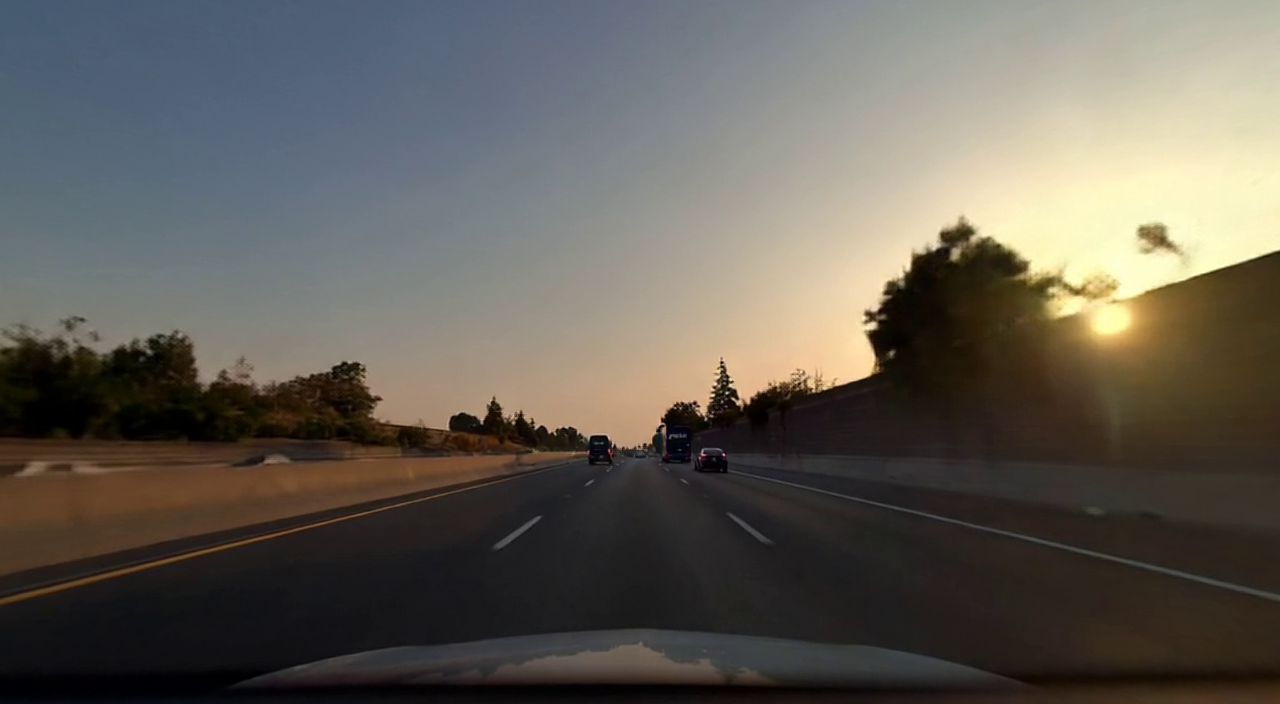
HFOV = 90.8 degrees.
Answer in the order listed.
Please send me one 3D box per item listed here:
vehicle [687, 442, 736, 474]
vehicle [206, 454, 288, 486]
[{"bbox_3d":[3.829,5.759,34.440,2.066,1.638,4.158,0,-9,-2],"label":"vehicle"},{"bbox_3d":[-23.286,6.974,37.615,1.971,1.710,4.493,0,-9,1],"label":"vehicle"}]
